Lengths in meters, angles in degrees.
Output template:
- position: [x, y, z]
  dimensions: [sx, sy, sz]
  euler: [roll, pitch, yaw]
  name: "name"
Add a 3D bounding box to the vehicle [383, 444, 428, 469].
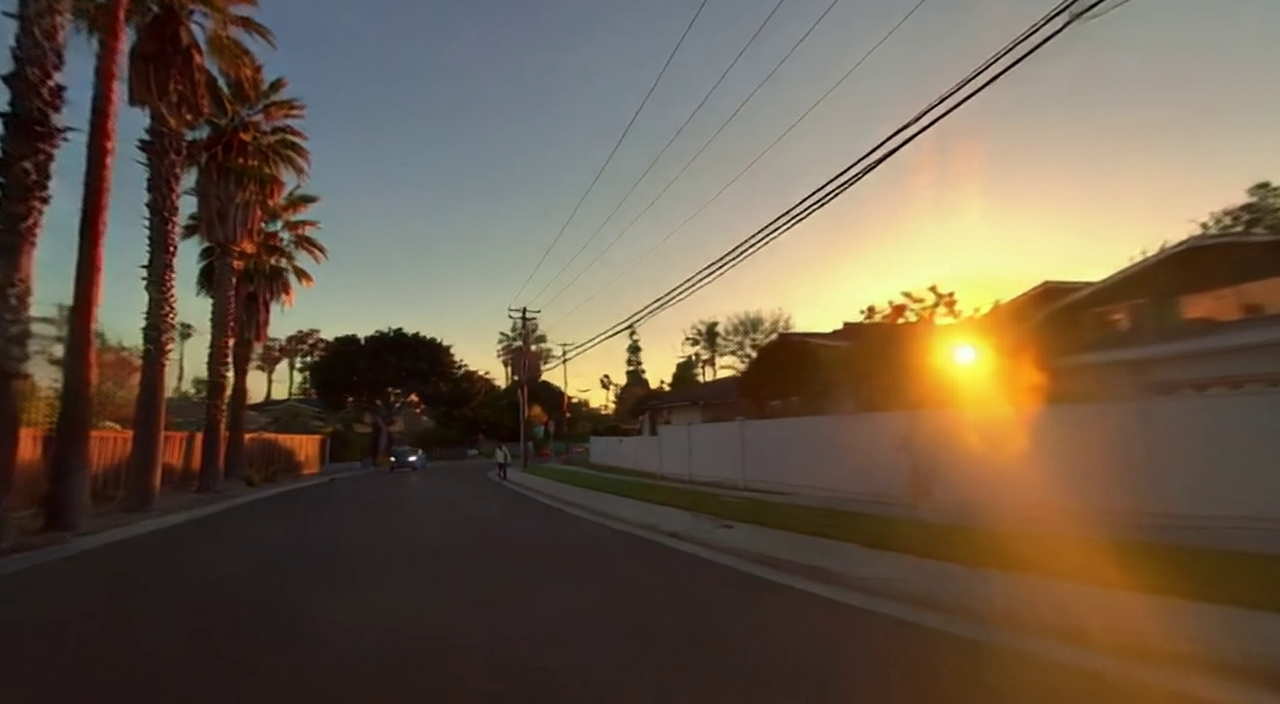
- position: [-17.498, 7.823, 47.361]
  dimensions: [2.208, 1.758, 4.529]
  euler: [1, -8, -8]
  name: "vehicle"
